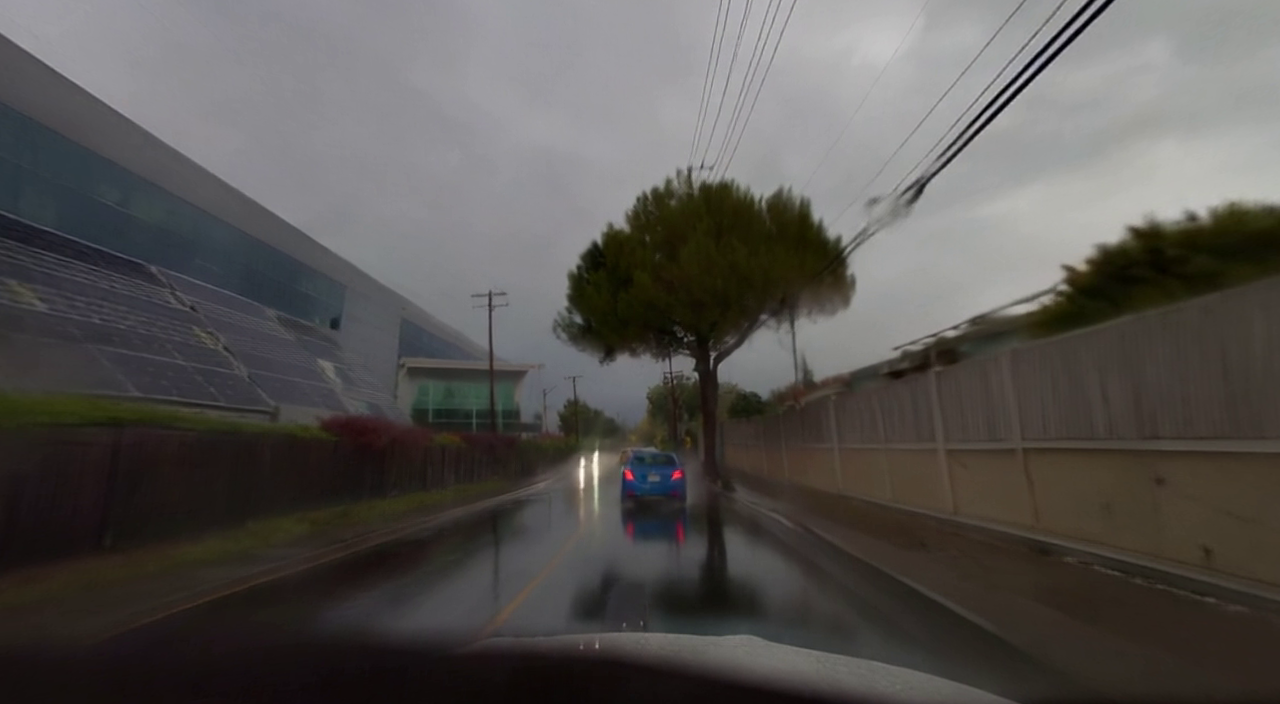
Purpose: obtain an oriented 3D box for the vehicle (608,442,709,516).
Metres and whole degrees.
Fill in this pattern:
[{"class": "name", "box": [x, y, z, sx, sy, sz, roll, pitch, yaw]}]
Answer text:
[{"class": "vehicle", "box": [0.379, 2.886, 14.921, 2.060, 1.487, 3.920, 0, -8, 0]}]
